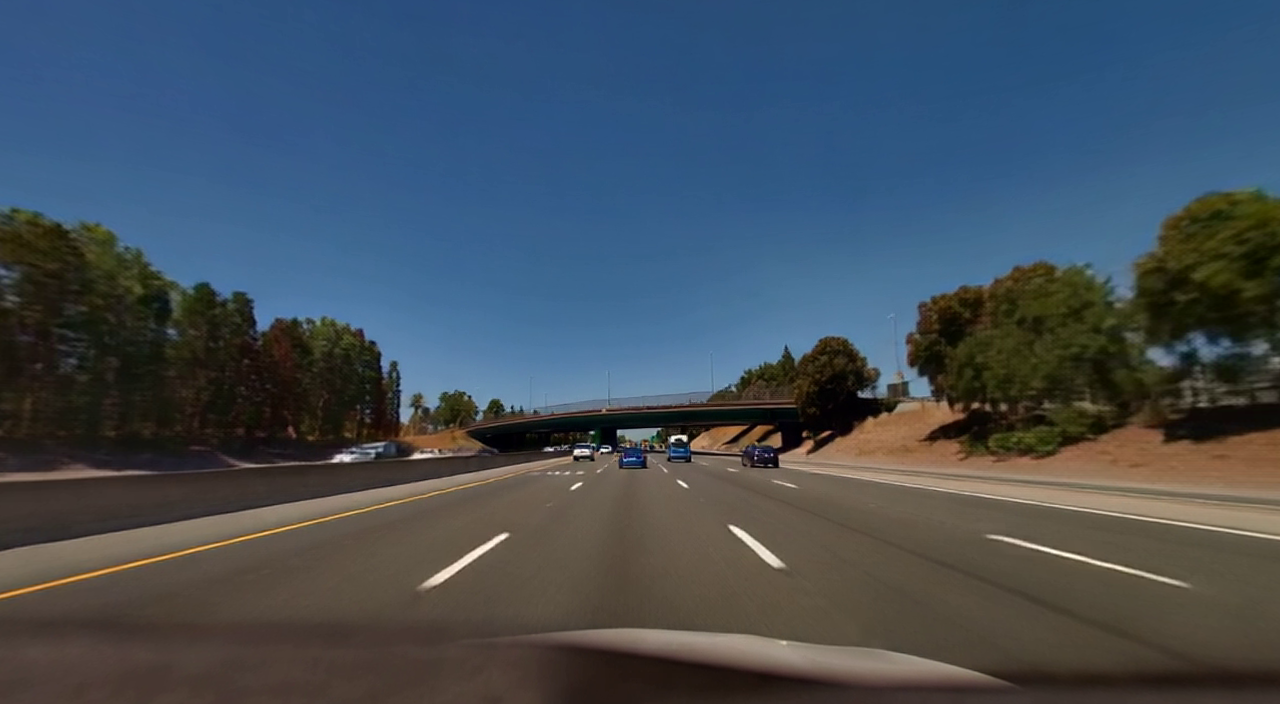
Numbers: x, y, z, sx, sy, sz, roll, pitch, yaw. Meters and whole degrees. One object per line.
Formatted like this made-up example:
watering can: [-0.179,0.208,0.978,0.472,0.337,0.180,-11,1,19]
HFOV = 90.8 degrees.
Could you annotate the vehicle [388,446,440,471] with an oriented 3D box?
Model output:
vehicle: [-14.035,6.625,39.485,1.811,1.496,3.954,0,-9,0]

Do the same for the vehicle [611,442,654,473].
vehicle: [-0.393,5.407,32.483,2.075,1.486,4.007,0,-9,0]

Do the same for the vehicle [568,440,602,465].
vehicle: [-4.094,7.578,47.642,2.113,1.756,4.471,0,-9,0]

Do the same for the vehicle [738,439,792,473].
vehicle: [6.408,5.379,32.795,1.936,1.625,3.991,0,-9,-1]
